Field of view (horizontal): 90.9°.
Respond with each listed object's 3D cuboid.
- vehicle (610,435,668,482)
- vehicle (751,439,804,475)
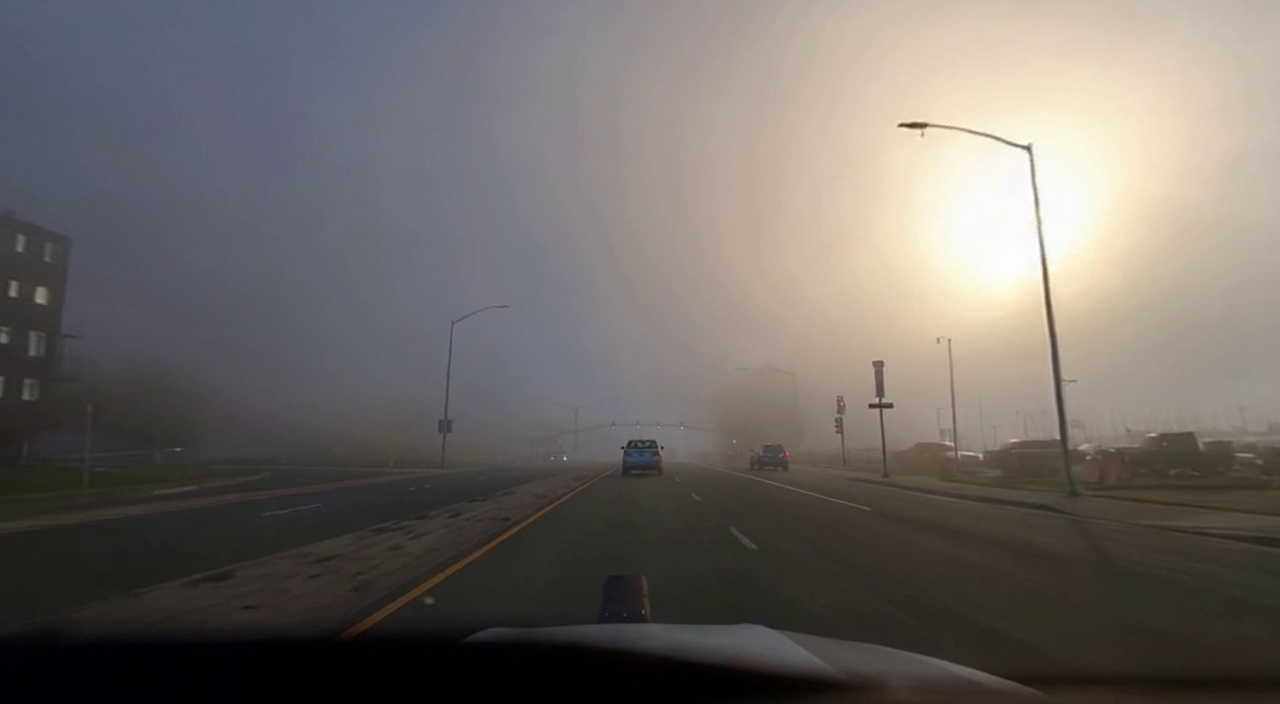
[{"bbox_3d":[-0.029,4.381,26.286,2.160,1.786,4.702,0,-8,0],"label":"vehicle"},{"bbox_3d":[7.316,5.602,33.885,1.952,1.749,4.311,0,-8,2],"label":"vehicle"}]
